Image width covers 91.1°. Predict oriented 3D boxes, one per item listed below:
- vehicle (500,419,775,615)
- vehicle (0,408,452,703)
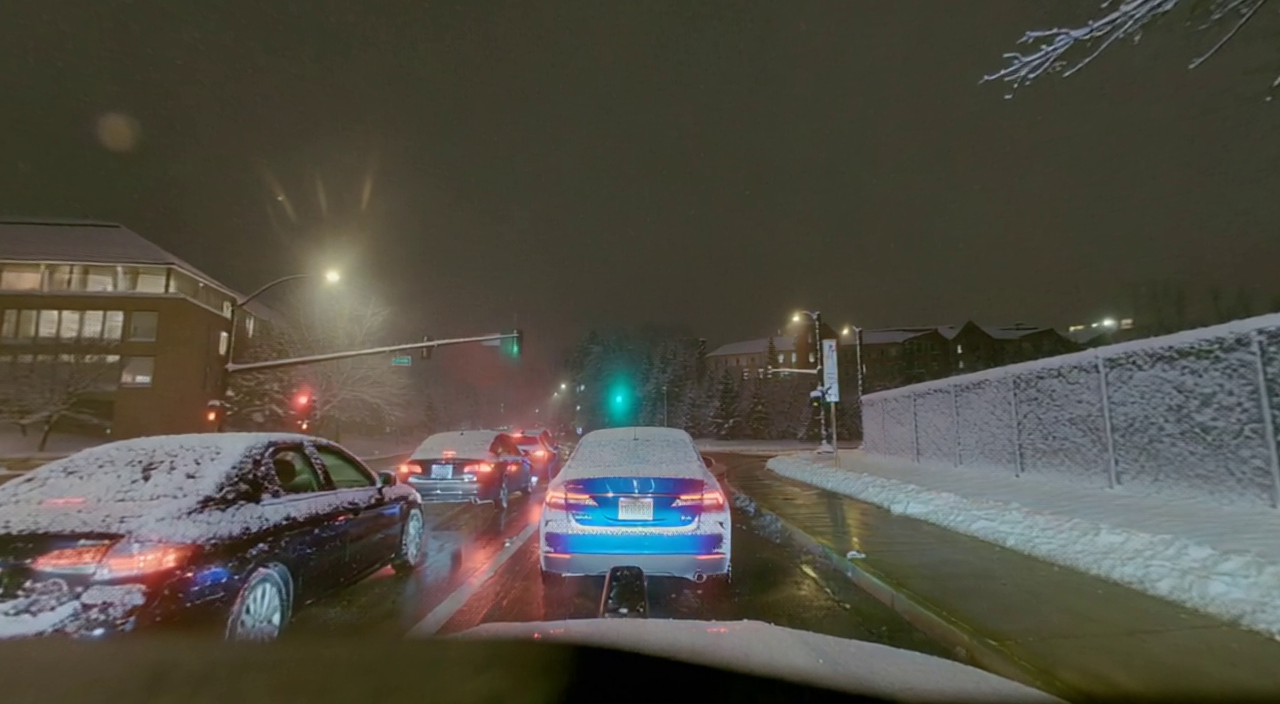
[{"bbox_3d":[-0.016,1.600,7.008,2.144,1.514,4.063,0,-9,0],"label":"vehicle"},{"bbox_3d":[-3.211,1.321,4.876,1.971,1.488,4.581,0,-9,1],"label":"vehicle"}]
